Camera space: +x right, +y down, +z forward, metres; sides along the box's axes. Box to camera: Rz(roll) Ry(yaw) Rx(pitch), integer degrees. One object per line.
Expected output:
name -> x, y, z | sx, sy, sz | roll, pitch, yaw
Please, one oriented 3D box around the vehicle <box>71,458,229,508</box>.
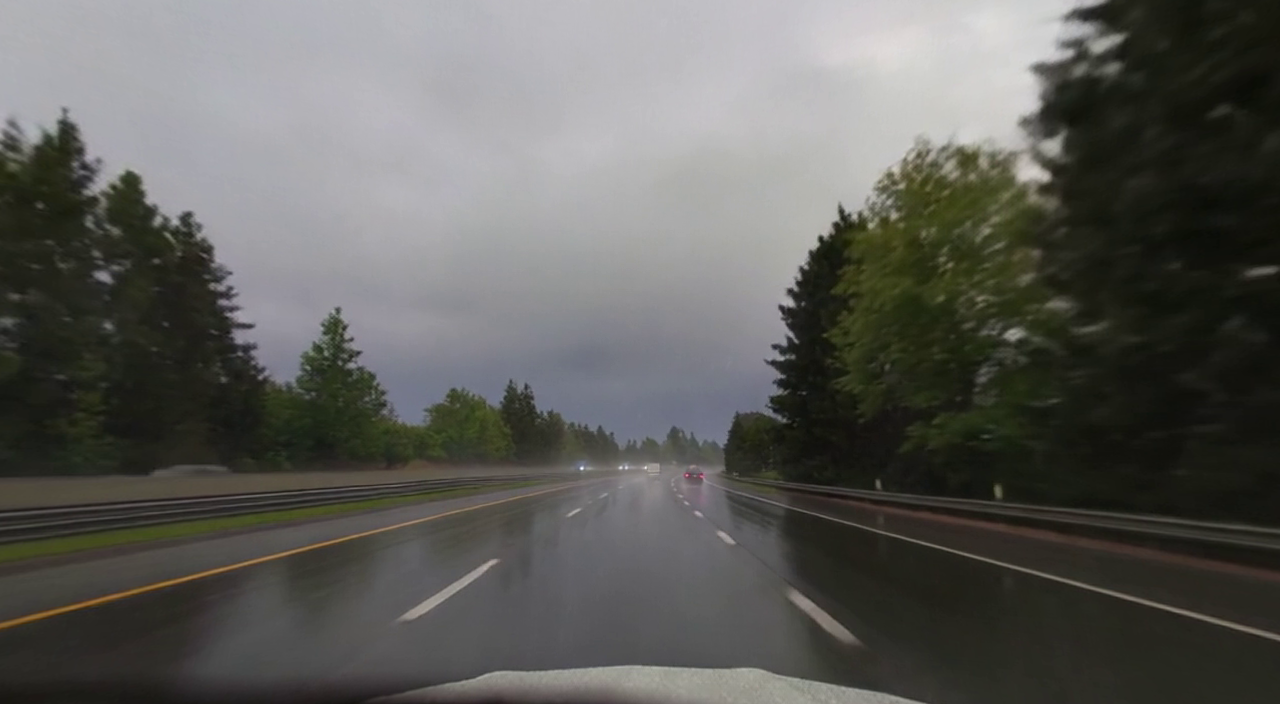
vehicle -> -16.351, 4.380, 21.354 | 2.023, 1.482, 3.976 | 0, -10, 2
